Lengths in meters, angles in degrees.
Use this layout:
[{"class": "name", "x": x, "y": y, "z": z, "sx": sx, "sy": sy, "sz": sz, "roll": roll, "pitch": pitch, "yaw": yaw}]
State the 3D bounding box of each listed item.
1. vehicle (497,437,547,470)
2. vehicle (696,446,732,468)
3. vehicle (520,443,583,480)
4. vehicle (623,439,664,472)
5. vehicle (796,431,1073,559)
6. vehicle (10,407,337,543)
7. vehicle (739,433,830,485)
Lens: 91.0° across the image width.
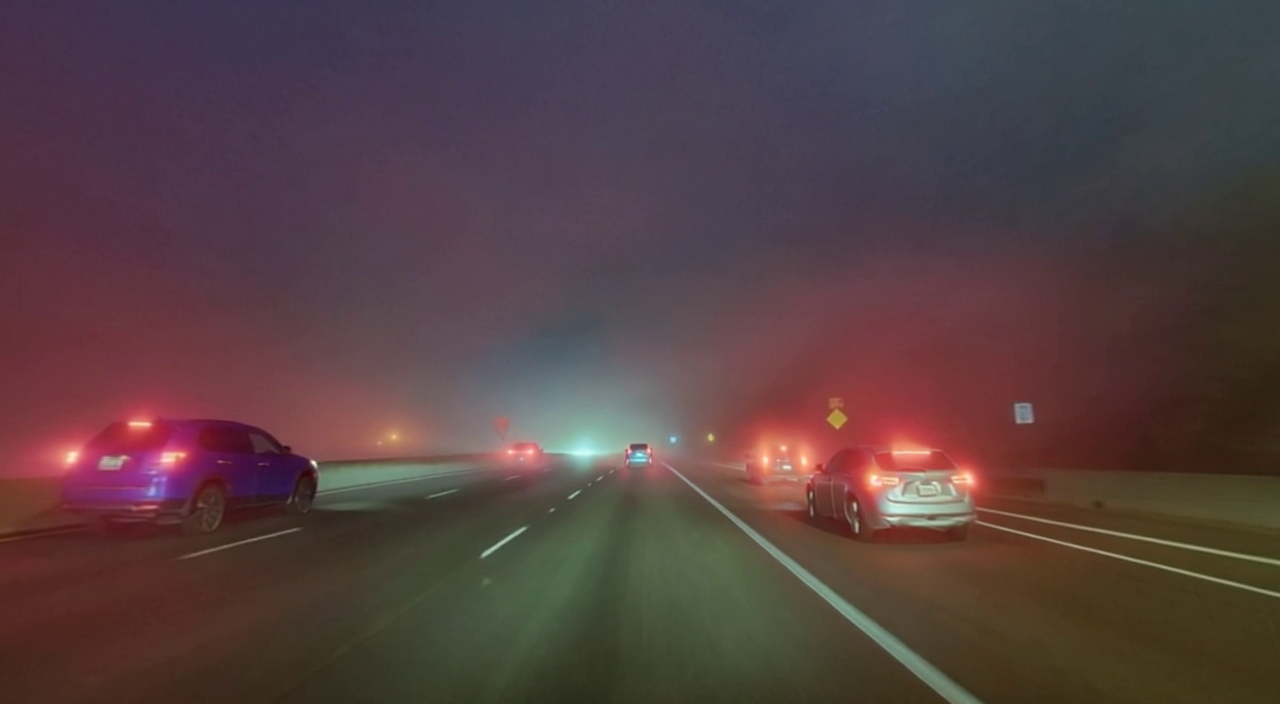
[{"class": "vehicle", "x": -6.899, "y": 6.029, "z": 37.373, "sx": 2.111, "sy": 1.811, "sz": 4.391, "roll": 0, "pitch": -9, "yaw": 0}, {"class": "vehicle", "x": 5.130, "y": 7.298, "z": 44.031, "sx": 1.944, "sy": 1.465, "sz": 4.245, "roll": 0, "pitch": -9, "yaw": 0}, {"class": "vehicle", "x": -3.800, "y": 4.803, "z": 27.829, "sx": 2.071, "sy": 1.478, "sz": 4.130, "roll": 0, "pitch": -9, "yaw": 1}, {"class": "vehicle", "x": 0.181, "y": 5.751, "z": 35.233, "sx": 2.158, "sy": 1.706, "sz": 4.219, "roll": 0, "pitch": -9, "yaw": 0}, {"class": "vehicle", "x": 4.081, "y": 2.061, "z": 9.820, "sx": 2.141, "sy": 1.507, "sz": 4.510, "roll": 0, "pitch": -9, "yaw": 0}, {"class": "vehicle", "x": -7.498, "y": 2.035, "z": 10.951, "sx": 2.142, "sy": 1.849, "sz": 4.566, "roll": 0, "pitch": -9, "yaw": 0}, {"class": "vehicle", "x": 5.195, "y": 3.930, "z": 23.333, "sx": 2.335, "sy": 1.759, "sz": 4.297, "roll": 0, "pitch": -9, "yaw": 0}]
